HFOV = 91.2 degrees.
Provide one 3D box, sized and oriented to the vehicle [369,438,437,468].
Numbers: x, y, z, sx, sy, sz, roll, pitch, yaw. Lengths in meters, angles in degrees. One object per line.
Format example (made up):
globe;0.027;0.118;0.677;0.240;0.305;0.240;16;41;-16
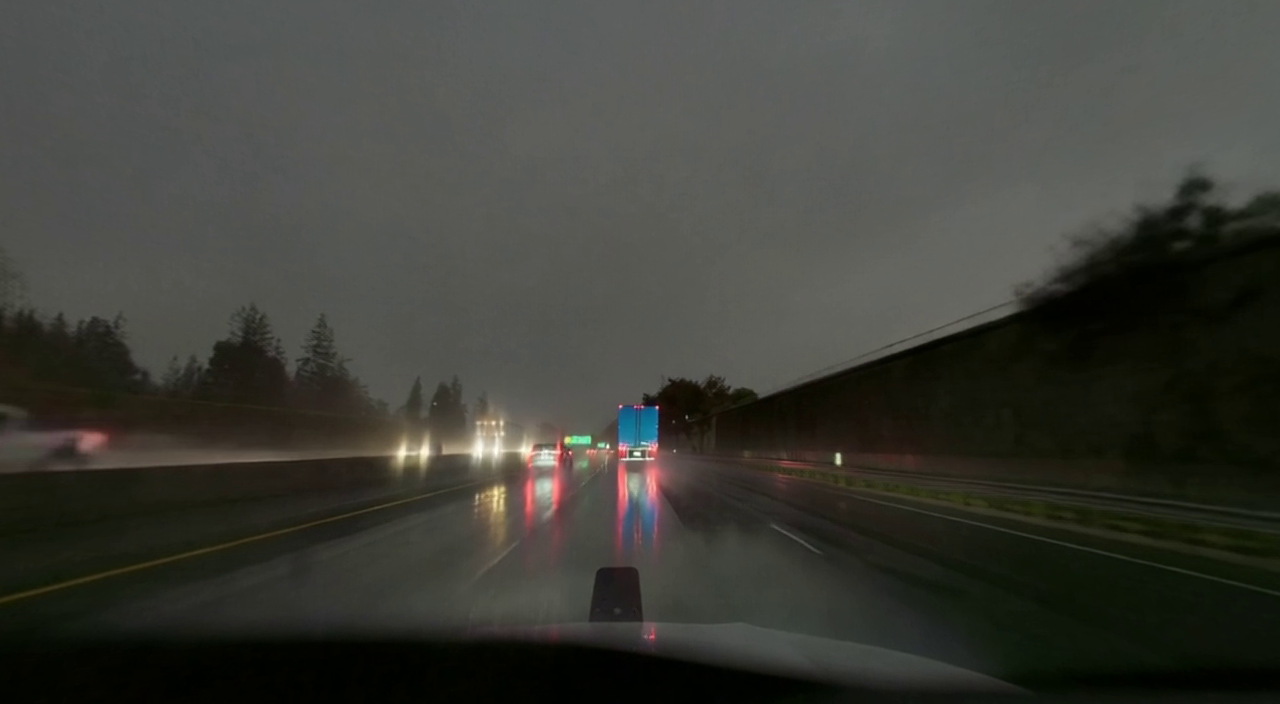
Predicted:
vehicle;-13.047;5.613;34.811;1.998;1.527;4.605;0;-9;0

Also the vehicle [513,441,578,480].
vehicle;-3.956;4.611;26.946;2.057;1.519;4.372;0;-9;1
